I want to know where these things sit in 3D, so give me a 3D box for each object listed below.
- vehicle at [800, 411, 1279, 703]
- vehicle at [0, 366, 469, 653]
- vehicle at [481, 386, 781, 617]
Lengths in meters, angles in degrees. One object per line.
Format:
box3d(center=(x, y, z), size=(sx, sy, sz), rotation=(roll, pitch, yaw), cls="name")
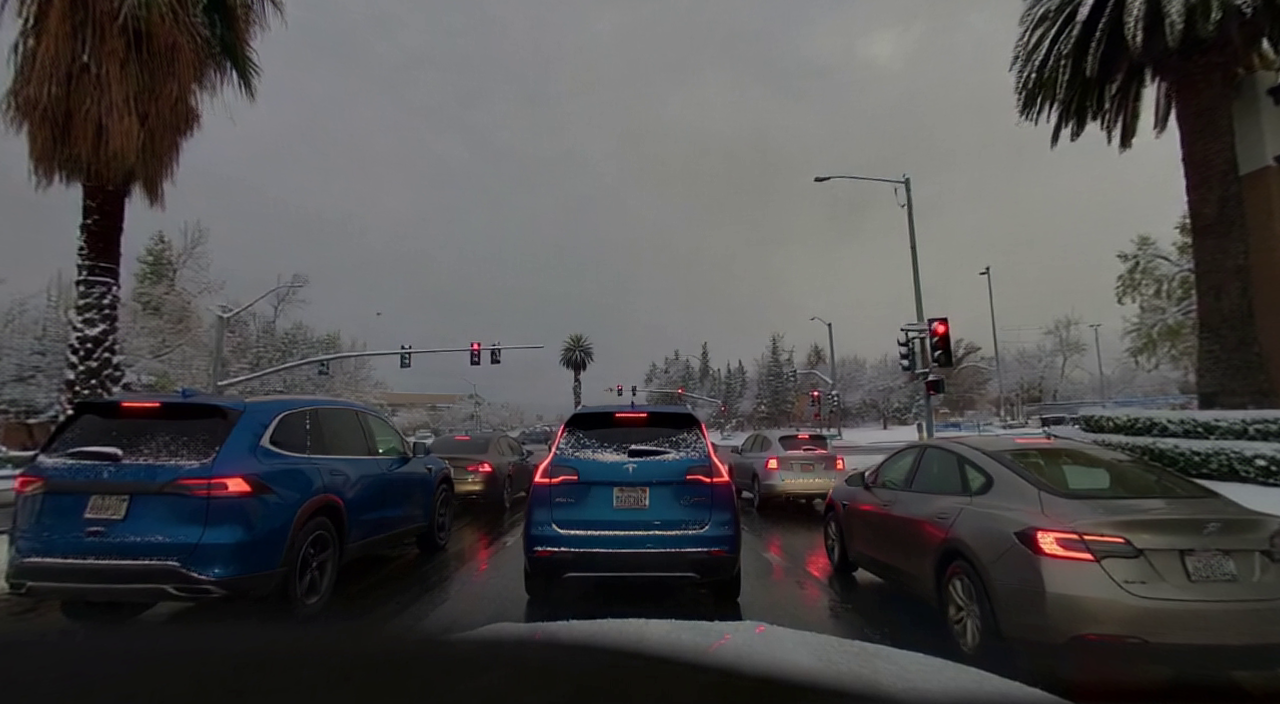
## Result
box3d(center=(2.972, 1.368, 5.253), size=(2.017, 1.491, 4.611), rotation=(0, -8, -1), cls="vehicle")
box3d(center=(-3.338, 1.282, 6.130), size=(2.014, 1.755, 4.360), rotation=(0, -8, 1), cls="vehicle")
box3d(center=(-0.127, 1.459, 7.064), size=(2.280, 1.747, 4.361), rotation=(0, -8, -2), cls="vehicle")
